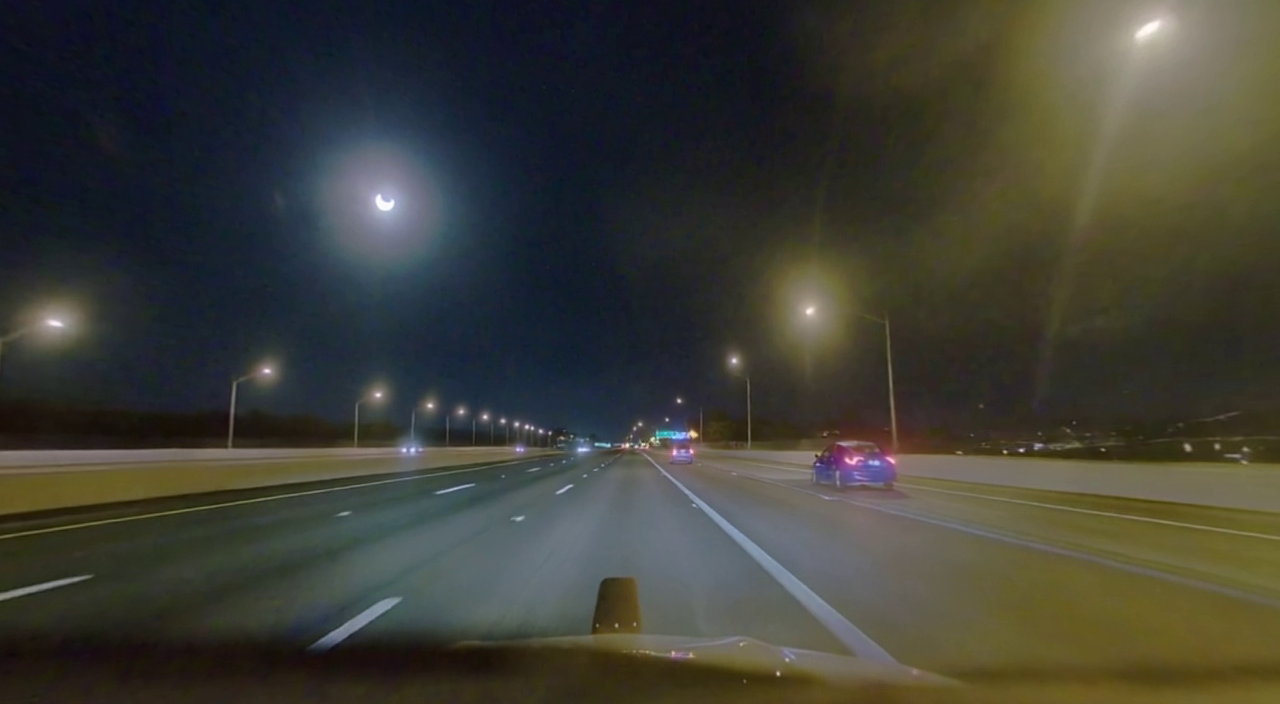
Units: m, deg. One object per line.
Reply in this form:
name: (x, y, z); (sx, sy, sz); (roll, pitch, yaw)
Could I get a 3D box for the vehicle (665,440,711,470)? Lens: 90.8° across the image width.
vehicle: (2.657, 5.841, 36.120); (2.270, 1.615, 3.770); (0, -8, -1)

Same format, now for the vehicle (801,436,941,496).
vehicle: (6.601, 3.322, 18.850); (2.227, 1.522, 5.041); (0, -8, -1)
